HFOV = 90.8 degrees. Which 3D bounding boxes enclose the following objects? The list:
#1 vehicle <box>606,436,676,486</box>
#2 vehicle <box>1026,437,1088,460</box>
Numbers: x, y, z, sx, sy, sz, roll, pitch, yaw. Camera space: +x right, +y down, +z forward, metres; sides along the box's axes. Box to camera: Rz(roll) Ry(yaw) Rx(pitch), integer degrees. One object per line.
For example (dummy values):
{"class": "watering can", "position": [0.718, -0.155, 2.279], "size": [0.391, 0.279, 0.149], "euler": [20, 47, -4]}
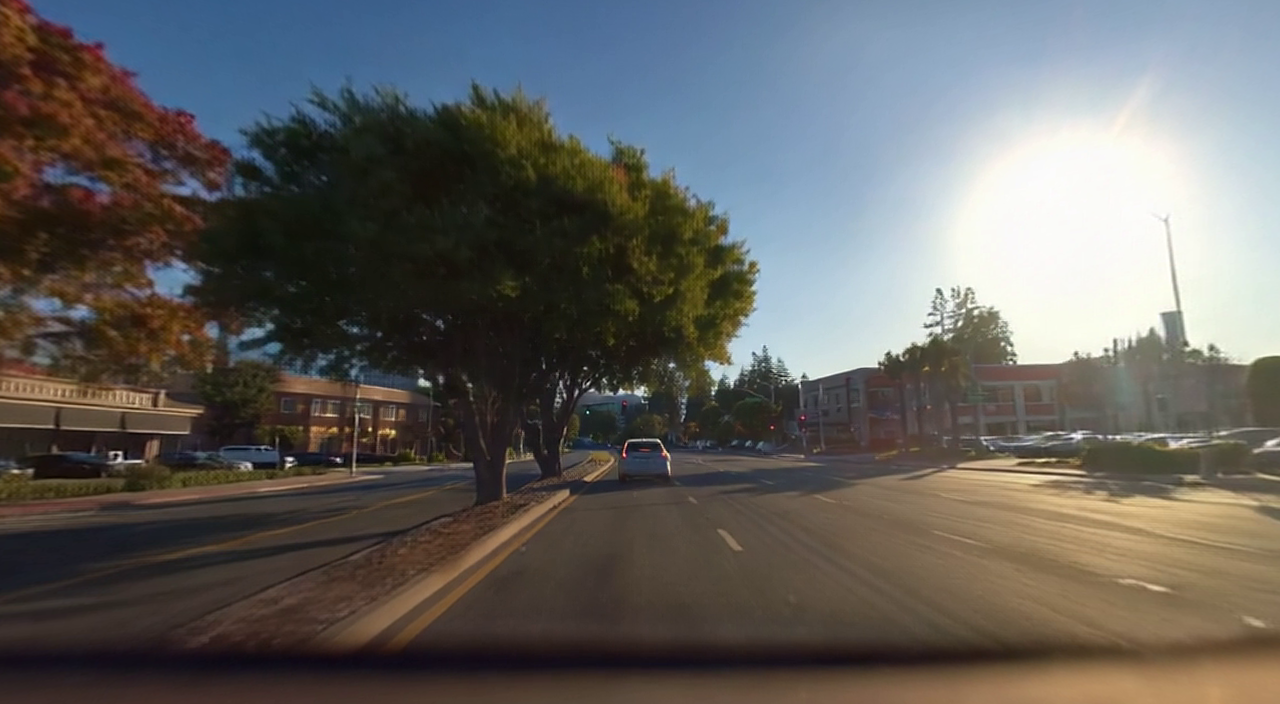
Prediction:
{"class": "vehicle", "position": [0.023, 3.526, 20.725], "size": [2.064, 1.477, 3.968], "euler": [0, -9, 0]}
{"class": "vehicle", "position": [32.009, 7.413, 48.621], "size": [1.873, 1.588, 4.133], "euler": [-2, -8, -1]}
